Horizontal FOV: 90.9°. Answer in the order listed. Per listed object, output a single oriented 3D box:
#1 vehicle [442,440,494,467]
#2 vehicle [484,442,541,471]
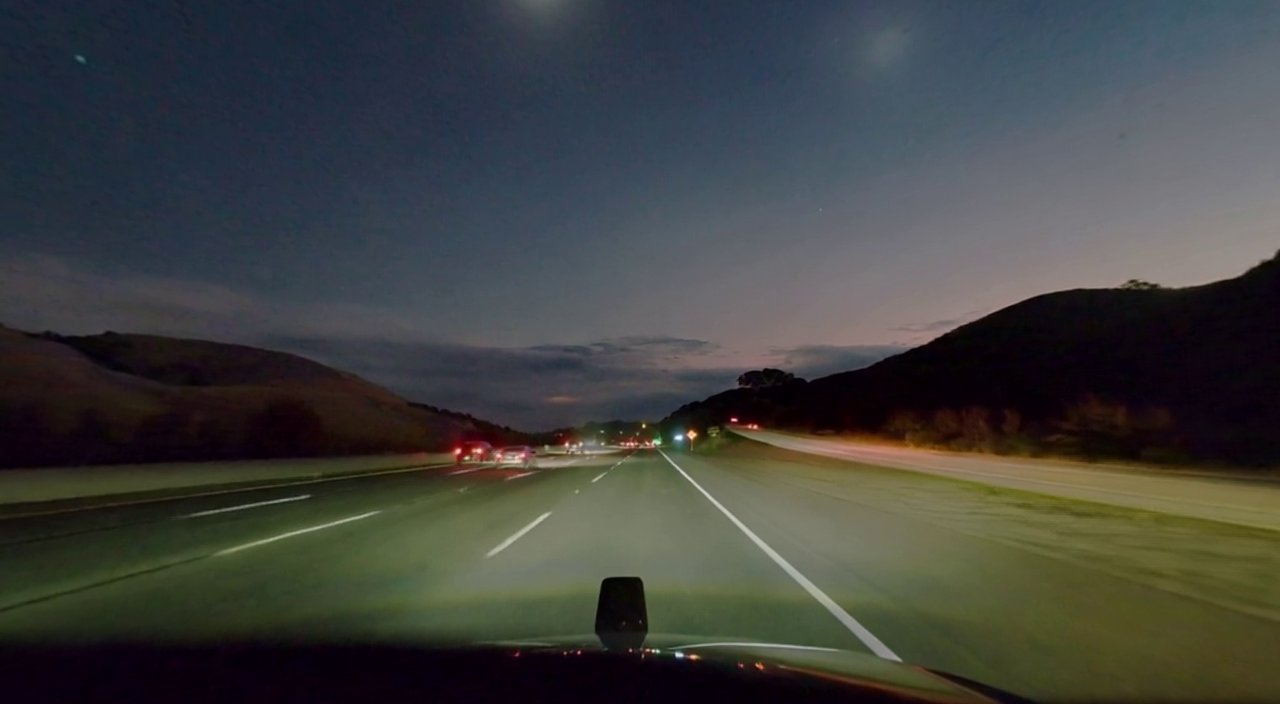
[{"bbox_3d":[-11.155,6.614,41.277,2.020,1.645,4.629,-1,-9,2],"label":"vehicle"},{"bbox_3d":[-6.874,5.705,34.587,2.107,1.484,4.449,-1,-9,2],"label":"vehicle"}]
